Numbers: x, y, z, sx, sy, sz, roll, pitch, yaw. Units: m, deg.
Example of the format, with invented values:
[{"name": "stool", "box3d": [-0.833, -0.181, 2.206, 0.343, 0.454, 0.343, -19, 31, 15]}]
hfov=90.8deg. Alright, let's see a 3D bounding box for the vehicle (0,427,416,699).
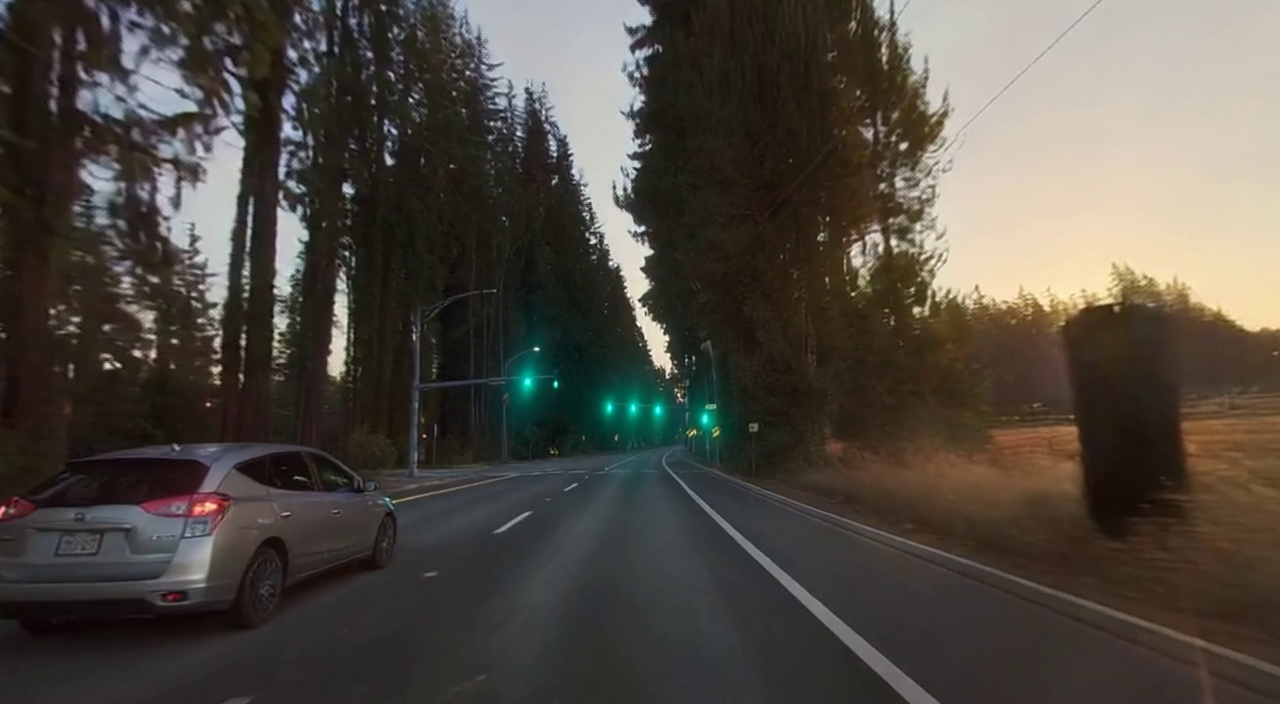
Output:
[{"name": "vehicle", "box3d": [-3.697, 1.439, 5.515, 1.946, 1.437, 4.154, 0, -8, 0]}]
